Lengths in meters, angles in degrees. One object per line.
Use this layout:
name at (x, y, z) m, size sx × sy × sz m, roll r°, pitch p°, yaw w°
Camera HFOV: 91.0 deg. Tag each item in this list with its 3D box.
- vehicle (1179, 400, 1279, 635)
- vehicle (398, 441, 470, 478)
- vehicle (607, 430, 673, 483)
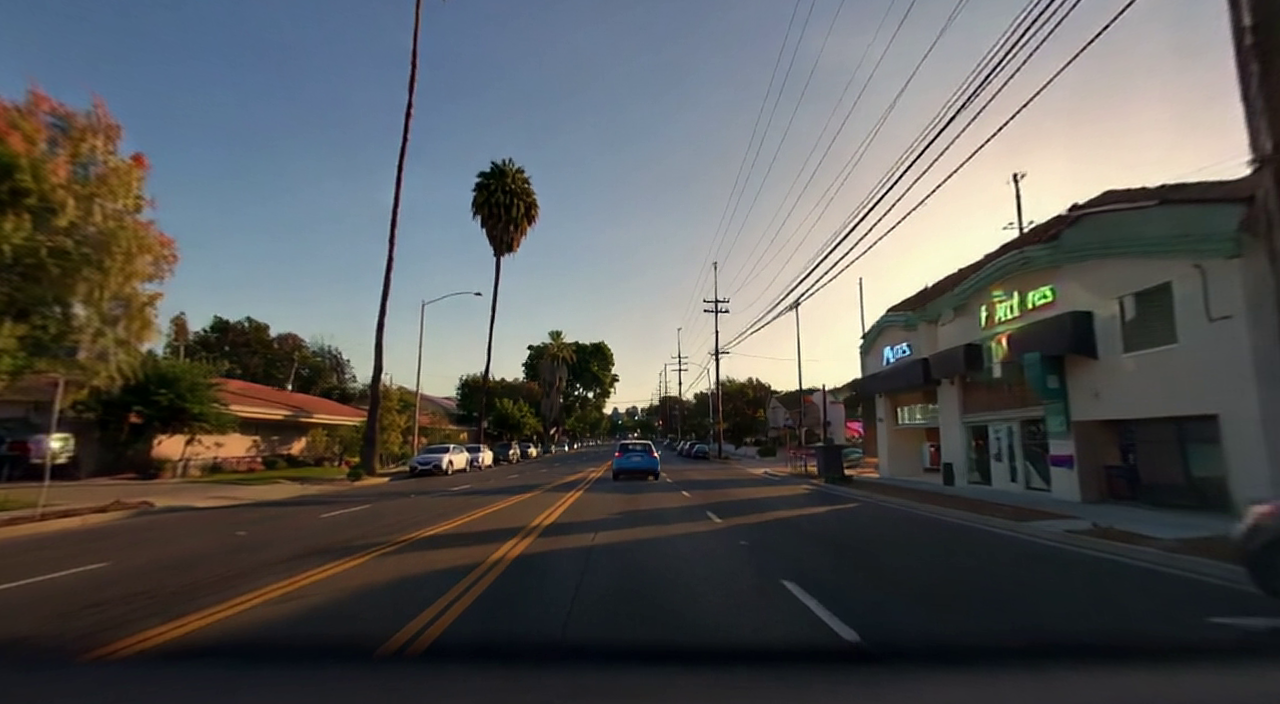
vehicle at (6.072, 1.018, 3.112) m, size 2.153 × 1.801 × 5.163 m, roll 0°, pitch -9°, yaw -1°
vehicle at (-10.270, 5.387, 31.829) m, size 2.075 × 1.693 × 4.696 m, roll 0°, pitch -9°, yaw -1°
vehicle at (-0.068, 3.941, 23.908) m, size 2.264 × 1.798 × 4.563 m, roll 0°, pitch -9°, yaw -1°
